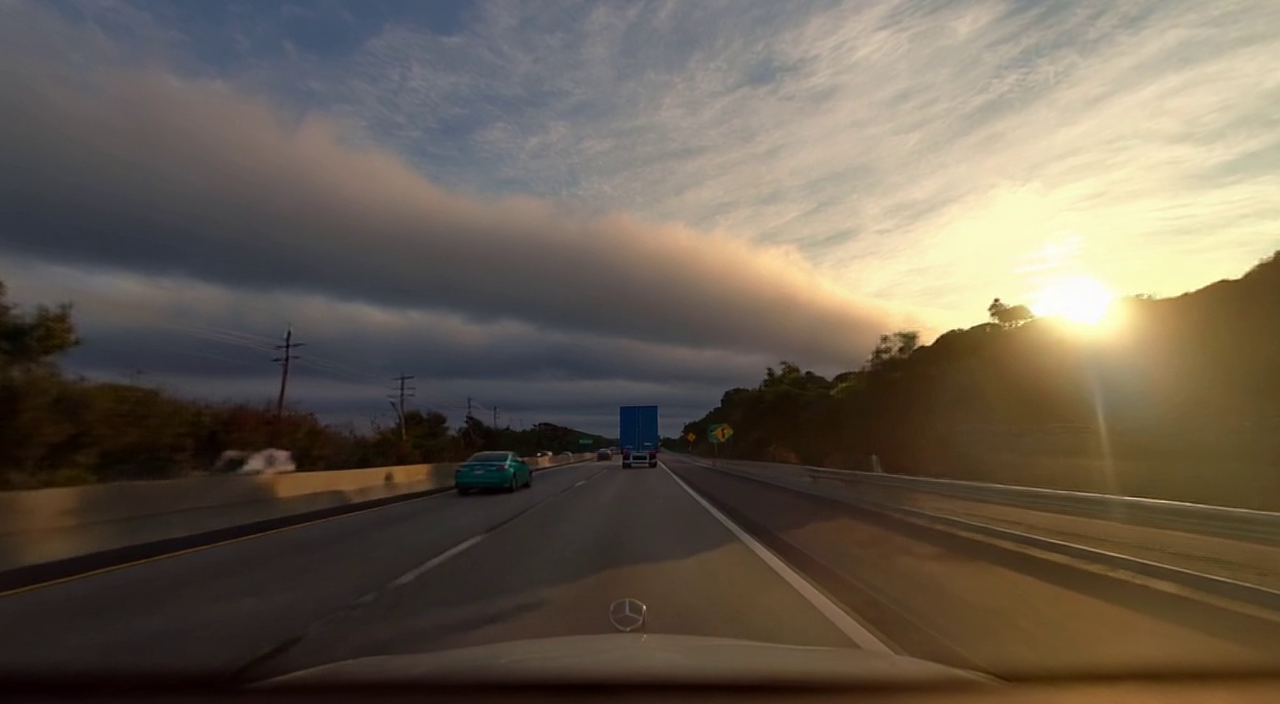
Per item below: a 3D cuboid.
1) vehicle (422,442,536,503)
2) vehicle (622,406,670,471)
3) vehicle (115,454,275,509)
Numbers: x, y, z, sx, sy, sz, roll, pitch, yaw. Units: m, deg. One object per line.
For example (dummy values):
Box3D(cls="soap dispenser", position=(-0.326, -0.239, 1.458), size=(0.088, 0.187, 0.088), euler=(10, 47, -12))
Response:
Box3D(cls="vehicle", position=(-4.450, 3.398, 18.287), size=(2.051, 1.538, 4.569), euler=(0, -9, 1))
Box3D(cls="vehicle", position=(0.447, 6.047, 43.675), size=(2.899, 3.966, 10.053), euler=(0, -9, 1))
Box3D(cls="vehicle", position=(-13.386, 3.866, 19.319), size=(1.815, 1.437, 4.195), euler=(0, -9, 0))
